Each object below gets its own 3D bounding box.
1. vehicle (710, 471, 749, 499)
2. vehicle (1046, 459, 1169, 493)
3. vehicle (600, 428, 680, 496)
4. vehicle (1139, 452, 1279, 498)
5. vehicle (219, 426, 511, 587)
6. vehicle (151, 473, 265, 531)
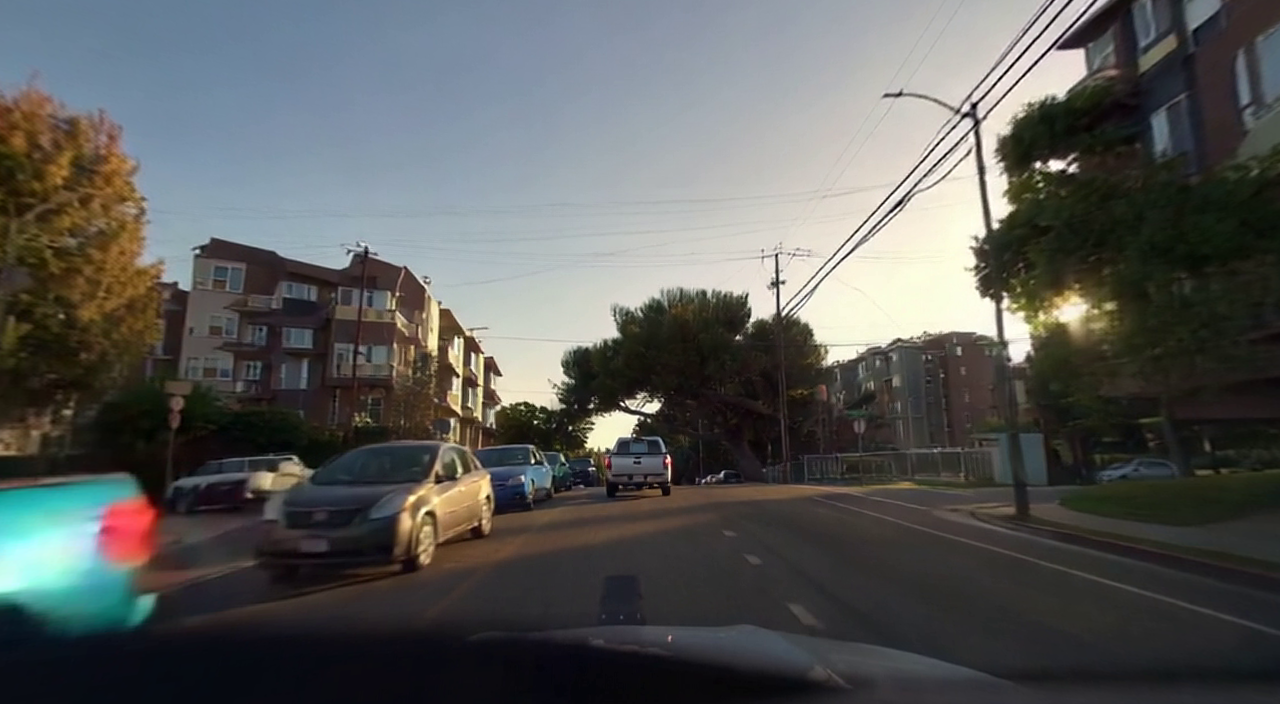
[{"bbox_3d":[6.133,9.180,43.831,2.023,1.611,4.614,0,-9,0],"label":"vehicle"},{"bbox_3d":[21.918,5.791,29.721,4.262,1.474,1.929,0,-9,-2],"label":"vehicle"},{"bbox_3d":[0.037,3.590,20.734,2.308,1.940,4.125,-1,-10,1],"label":"vehicle"},{"bbox_3d":[19.658,4.106,21.156,4.205,1.381,1.872,-1,-11,0],"label":"vehicle"},{"bbox_3d":[-3.033,1.773,8.076,1.893,1.518,4.024,0,-9,0],"label":"vehicle"},{"bbox_3d":[-20.962,7.233,30.748,3.957,1.902,2.121,-10,-7,0],"label":"vehicle"}]
